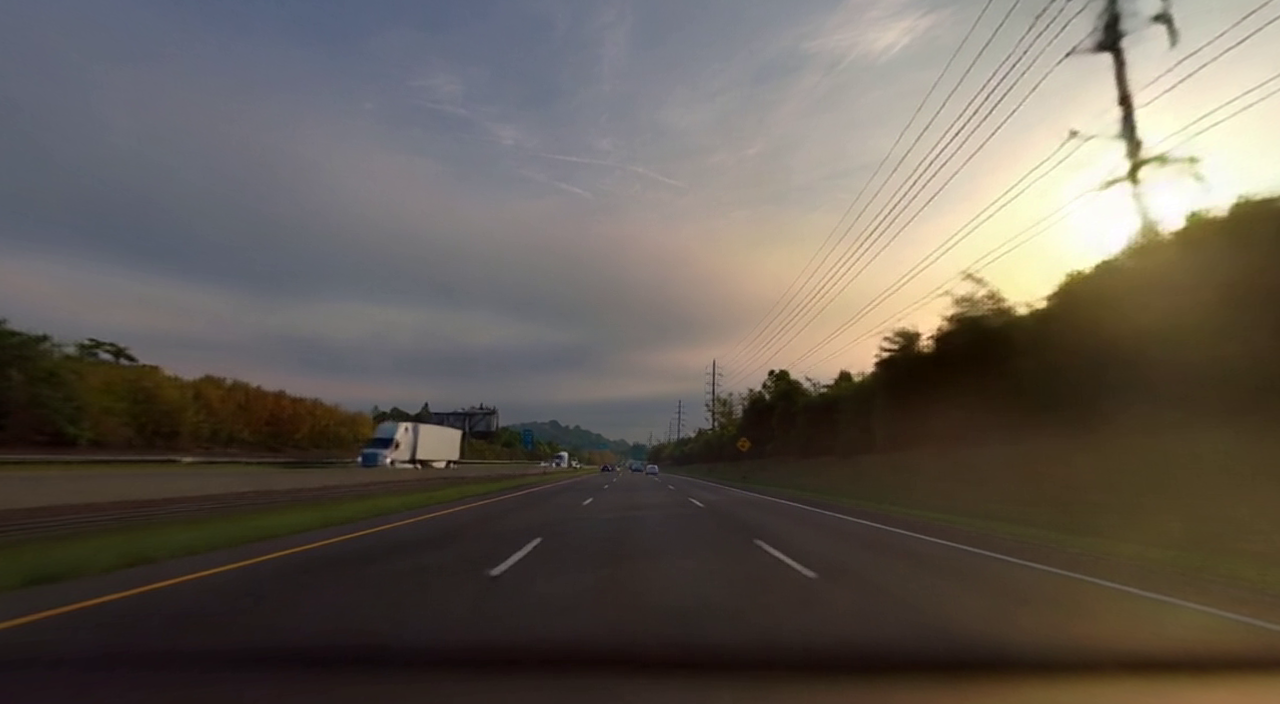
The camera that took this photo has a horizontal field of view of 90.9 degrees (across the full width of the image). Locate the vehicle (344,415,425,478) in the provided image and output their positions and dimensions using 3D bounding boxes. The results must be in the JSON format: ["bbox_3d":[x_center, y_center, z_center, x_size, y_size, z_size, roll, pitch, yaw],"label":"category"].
[{"bbox_3d":[-17.383,6.580,43.347,2.964,3.921,5.816,1,-10,-1],"label":"vehicle"}]
